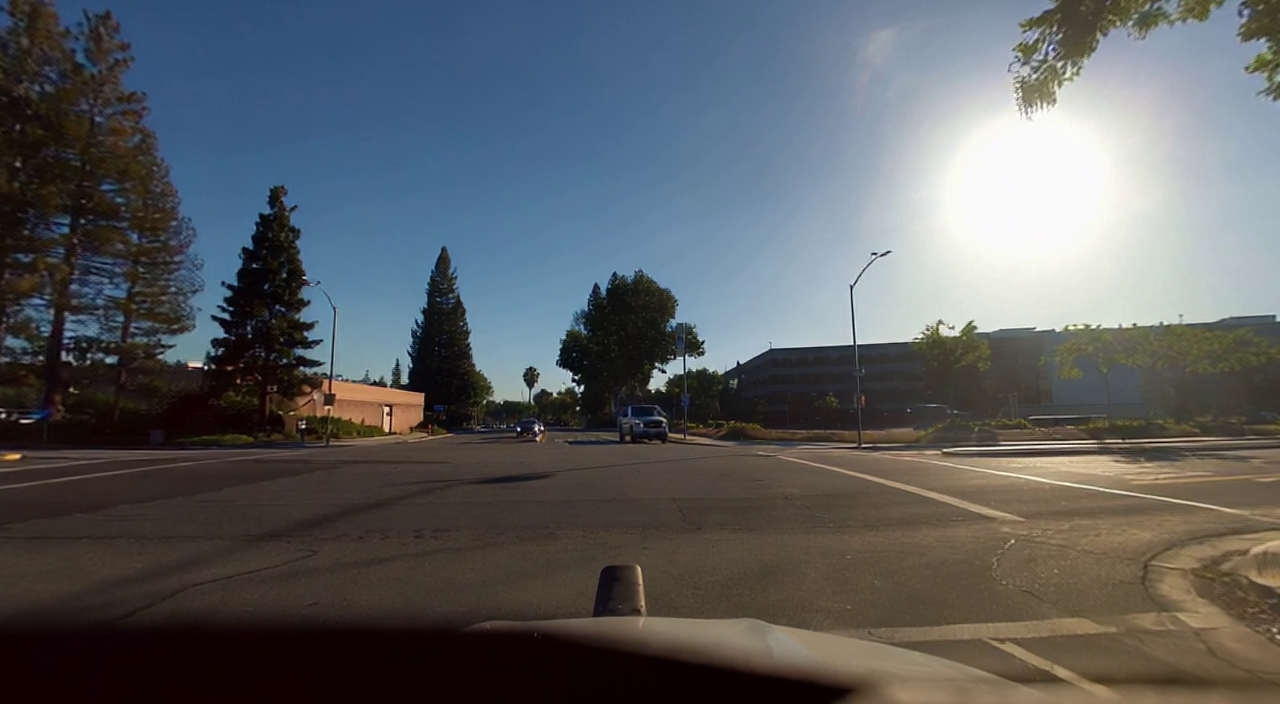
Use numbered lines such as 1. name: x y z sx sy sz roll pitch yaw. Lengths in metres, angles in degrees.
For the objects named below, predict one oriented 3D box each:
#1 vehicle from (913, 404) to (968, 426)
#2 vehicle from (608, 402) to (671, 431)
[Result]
1. vehicle: 23.854 5.025 49.752 4.674 1.483 1.745 6 -10 -35
2. vehicle: -0.124 4.890 46.838 2.435 1.858 5.585 4 -9 -26
